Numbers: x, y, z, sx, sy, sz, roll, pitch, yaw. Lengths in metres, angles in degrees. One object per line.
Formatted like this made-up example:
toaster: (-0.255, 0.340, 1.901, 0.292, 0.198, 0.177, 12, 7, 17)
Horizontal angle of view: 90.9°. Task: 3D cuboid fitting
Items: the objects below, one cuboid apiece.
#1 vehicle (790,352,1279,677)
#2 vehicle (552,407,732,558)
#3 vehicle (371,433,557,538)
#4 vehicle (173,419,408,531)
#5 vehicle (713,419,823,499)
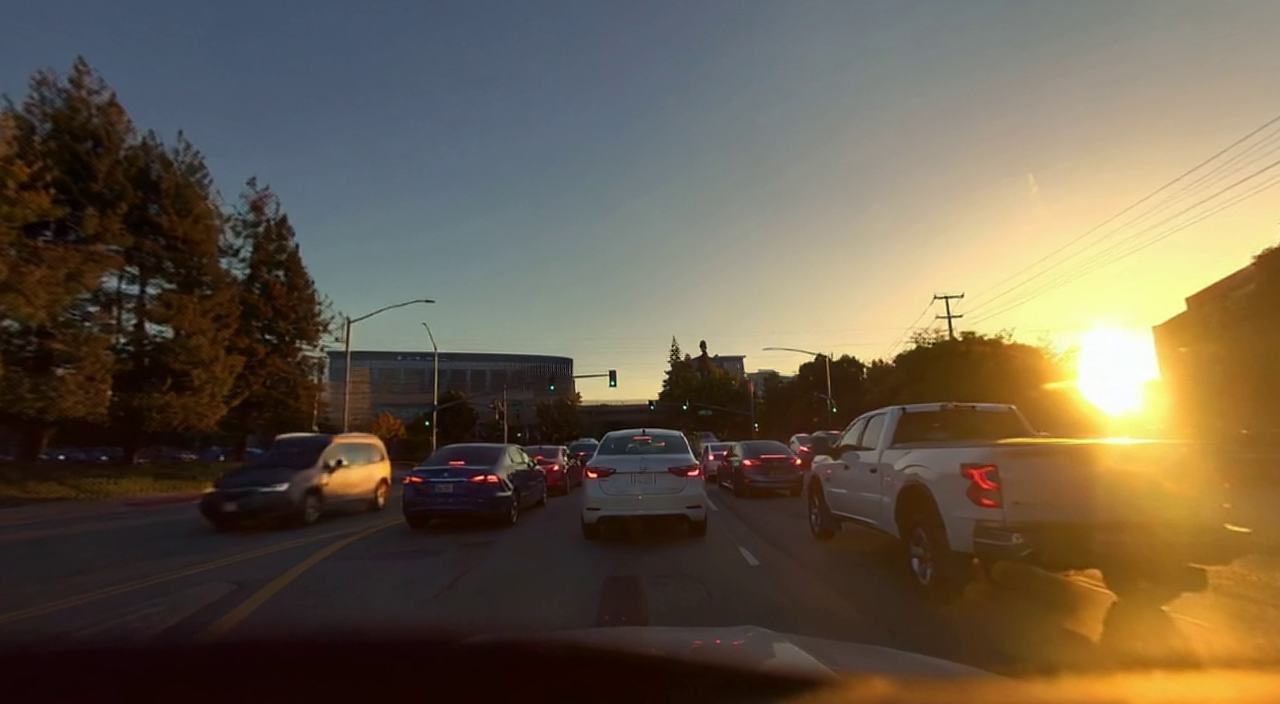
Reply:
vehicle: (3.444, 1.370, 6.656, 2.317, 1.857, 5.940, 0, -9, 1)
vehicle: (0.084, 1.837, 9.489, 2.113, 1.768, 3.901, 0, -9, 2)
vehicle: (-2.824, 2.254, 11.290, 2.023, 1.494, 4.259, 0, -9, 1)
vehicle: (-6.847, 2.452, 13.165, 2.159, 1.885, 4.661, 0, -9, 1)
vehicle: (3.749, 3.288, 19.759, 2.408, 2.100, 5.668, 0, -9, 2)
